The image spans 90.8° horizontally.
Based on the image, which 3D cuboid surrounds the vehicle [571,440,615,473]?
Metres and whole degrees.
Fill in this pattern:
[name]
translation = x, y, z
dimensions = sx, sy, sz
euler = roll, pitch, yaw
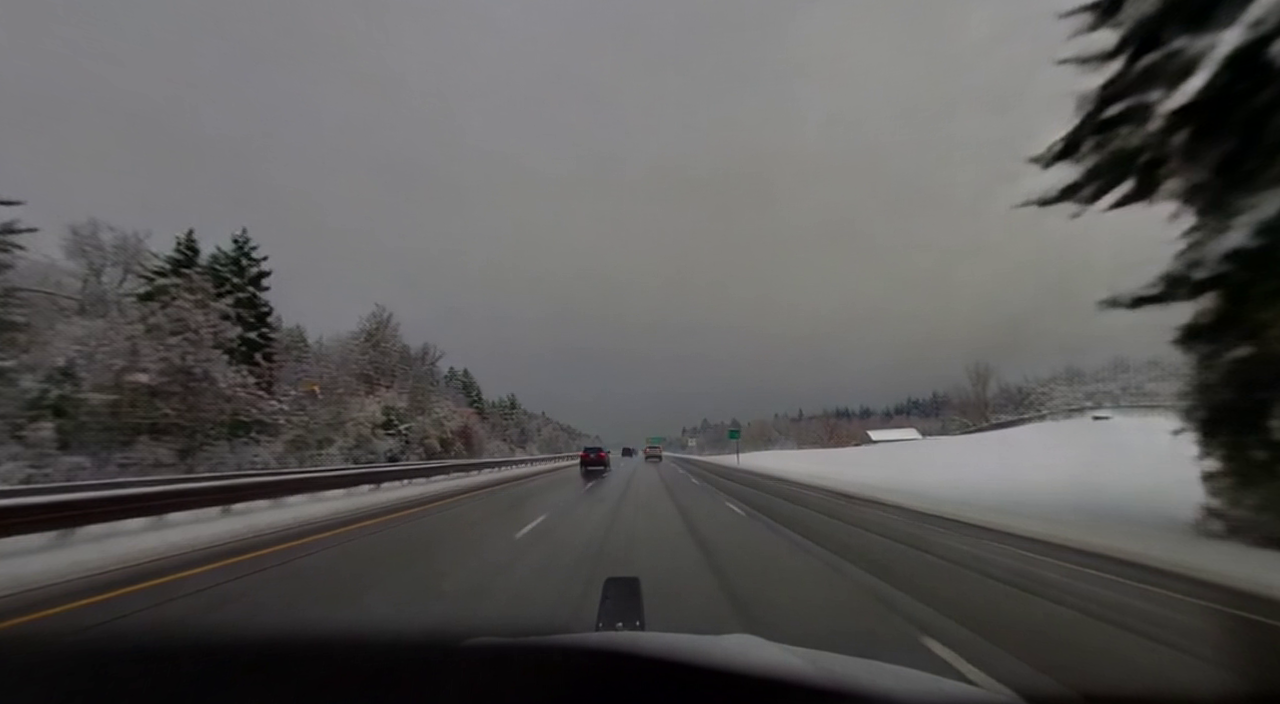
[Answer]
[vehicle]
translation = -2.702, 6.145, 37.291
dimensions = 2.143, 1.853, 4.123
euler = 0, -9, 2
